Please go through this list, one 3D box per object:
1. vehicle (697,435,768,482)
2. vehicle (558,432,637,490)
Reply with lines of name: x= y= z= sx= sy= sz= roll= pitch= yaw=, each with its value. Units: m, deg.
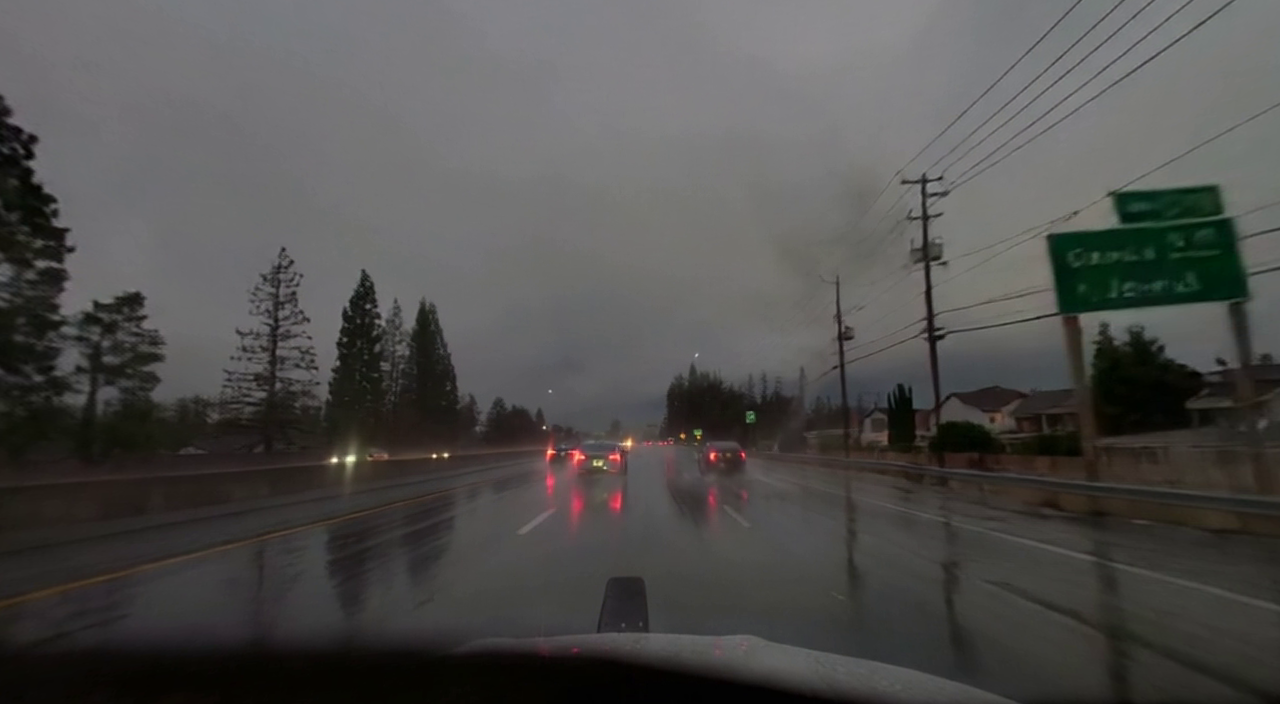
vehicle: x=3.347 y=3.930 z=23.572 sx=1.996 sy=1.579 sz=3.841 roll=0 pitch=-8 yaw=-1
vehicle: x=-1.212 y=3.354 z=19.764 sx=2.049 sy=1.620 sz=4.153 roll=0 pitch=-8 yaw=2
